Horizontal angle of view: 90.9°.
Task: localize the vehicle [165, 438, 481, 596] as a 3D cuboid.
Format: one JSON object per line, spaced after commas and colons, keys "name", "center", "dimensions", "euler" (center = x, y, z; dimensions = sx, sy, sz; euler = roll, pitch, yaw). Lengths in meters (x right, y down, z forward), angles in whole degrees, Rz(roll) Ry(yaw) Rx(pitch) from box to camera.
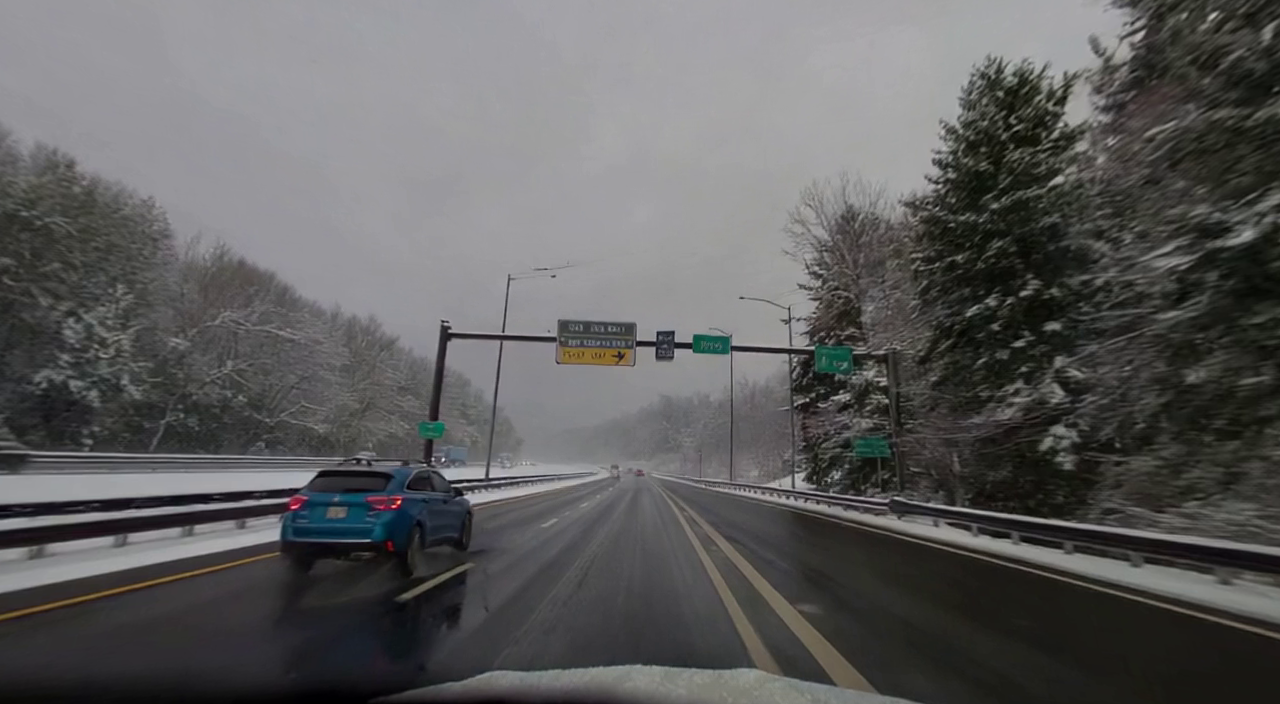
{"name": "vehicle", "center": [-3.775, 2.070, 8.625], "dimensions": [1.967, 1.556, 4.364], "euler": [0, -10, 1]}
